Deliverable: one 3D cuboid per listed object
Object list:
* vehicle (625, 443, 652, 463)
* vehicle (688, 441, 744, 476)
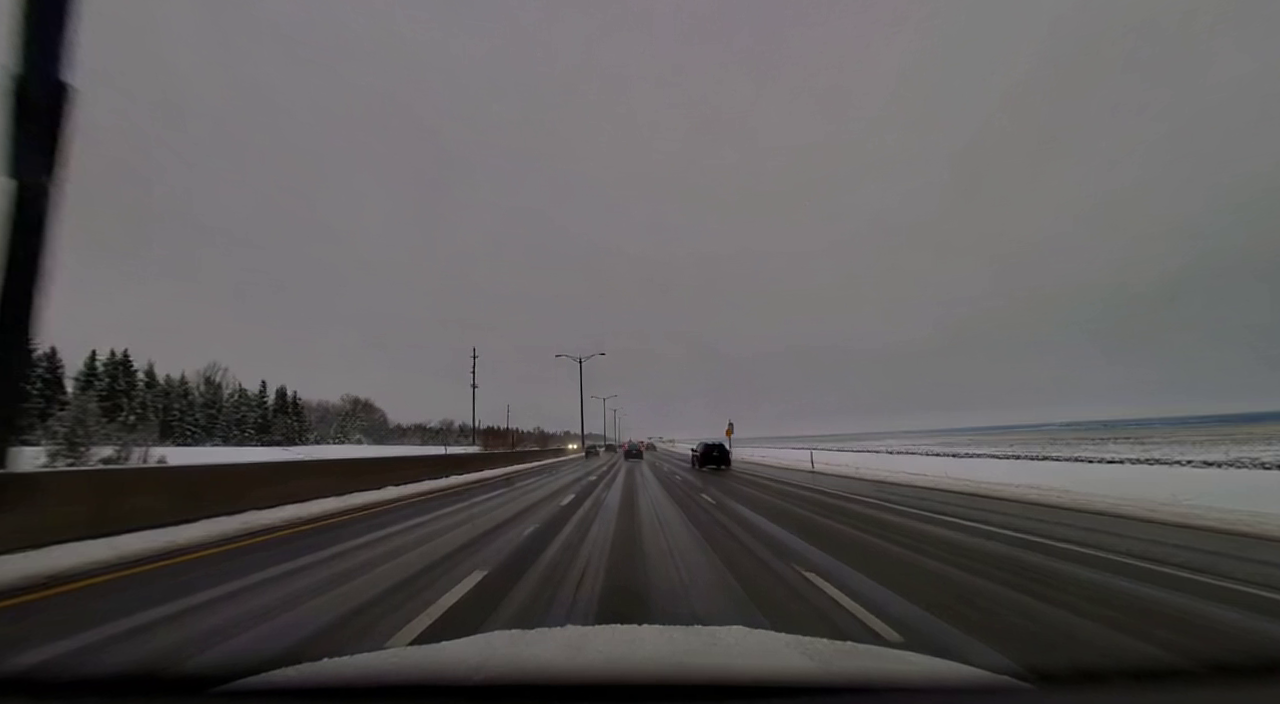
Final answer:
[{"bbox_3d":[-0.162,7.917,49.459,2.067,1.482,3.966,0,-8,-1],"label":"vehicle"},{"bbox_3d":[3.412,4.878,29.208,1.890,1.490,4.373,0,-8,-2],"label":"vehicle"}]
